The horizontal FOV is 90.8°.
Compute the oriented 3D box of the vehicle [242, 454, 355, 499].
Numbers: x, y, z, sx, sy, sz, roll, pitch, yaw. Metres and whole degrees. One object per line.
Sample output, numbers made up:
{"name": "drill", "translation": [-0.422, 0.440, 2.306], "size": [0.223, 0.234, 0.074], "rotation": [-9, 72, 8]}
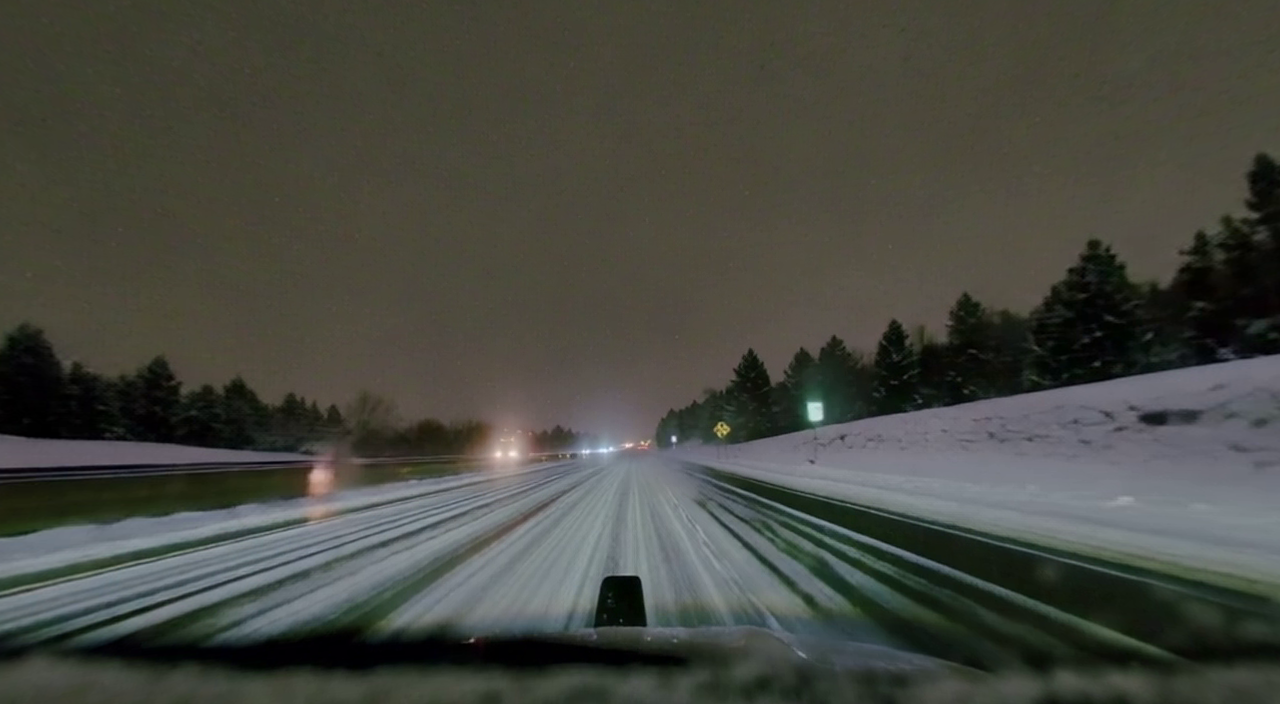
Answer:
{"name": "vehicle", "translation": [-12.211, 4.455, 22.886], "size": [1.788, 1.425, 4.096], "rotation": [0, -9, 0]}
